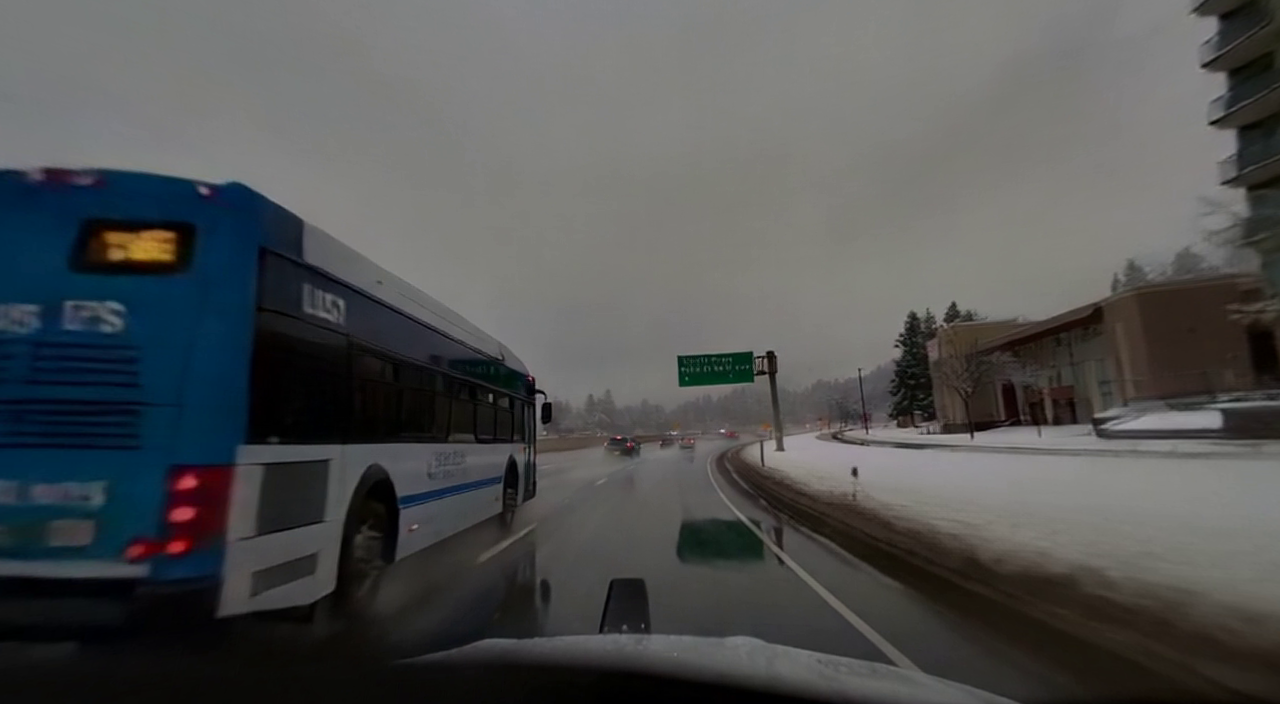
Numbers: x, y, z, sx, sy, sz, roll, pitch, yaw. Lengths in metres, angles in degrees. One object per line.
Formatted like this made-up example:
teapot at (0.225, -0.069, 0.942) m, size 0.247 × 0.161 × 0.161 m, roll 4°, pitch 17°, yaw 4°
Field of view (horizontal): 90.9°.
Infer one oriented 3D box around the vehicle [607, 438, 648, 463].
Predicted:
vehicle at (-0.720, 6.292, 40.306) m, size 1.928 × 1.455 × 4.361 m, roll -2°, pitch -9°, yaw 8°

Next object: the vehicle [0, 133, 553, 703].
vehicle at (-3.146, 0.946, 7.292) m, size 2.888 × 2.944 × 8.373 m, roll -1°, pitch -9°, yaw 2°
